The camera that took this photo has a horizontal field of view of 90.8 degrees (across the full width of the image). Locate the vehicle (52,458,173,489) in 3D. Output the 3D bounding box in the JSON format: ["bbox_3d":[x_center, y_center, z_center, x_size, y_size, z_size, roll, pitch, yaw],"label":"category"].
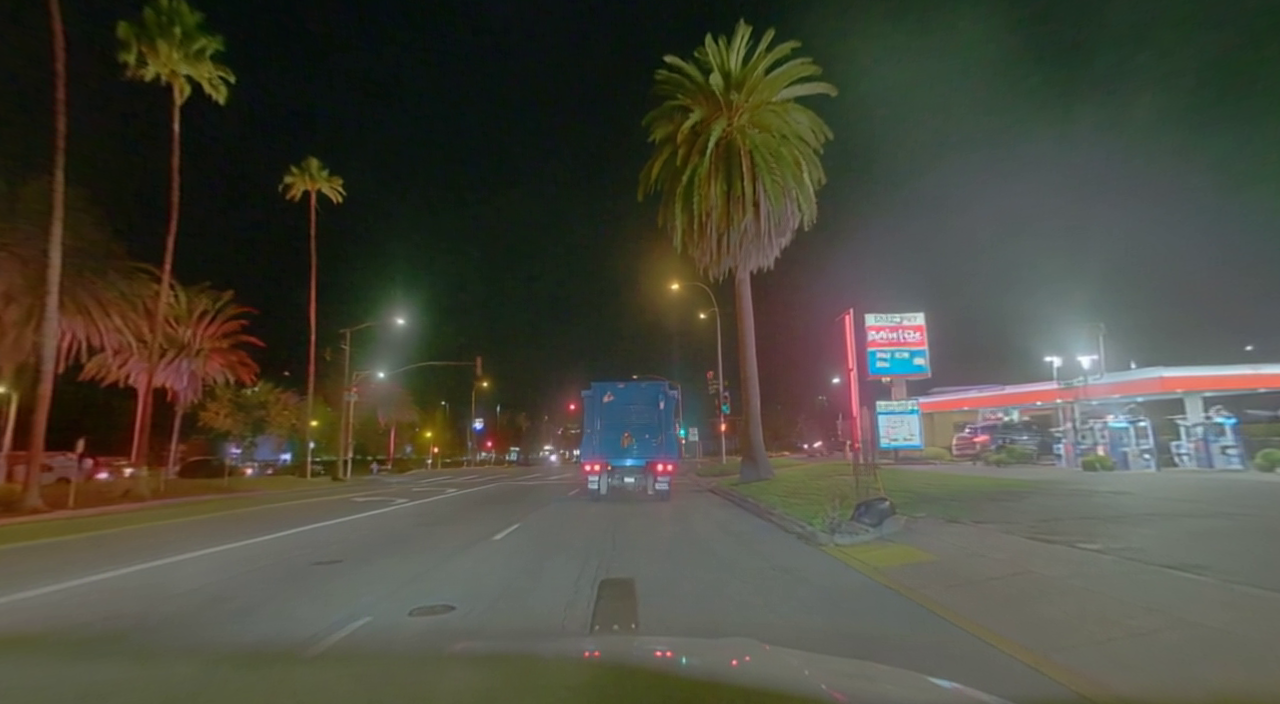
[{"bbox_3d":[-27.721,6.361,33.405,4.493,1.453,1.912,4,-9,-27],"label":"vehicle"}]

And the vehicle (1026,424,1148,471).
[{"bbox_3d":[15.244,3.232,21.505,4.105,1.433,1.931,5,-10,-33],"label":"vehicle"}]

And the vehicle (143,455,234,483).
[{"bbox_3d":[-27.974,7.252,39.366,4.303,1.567,2.021,4,-10,-28],"label":"vehicle"}]

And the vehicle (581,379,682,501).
[{"bbox_3d":[-0.166,2.554,18.481,2.463,2.954,5.938,1,-8,1],"label":"vehicle"}]

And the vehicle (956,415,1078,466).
[{"bbox_3d":[15.930,3.739,26.629,5.078,1.937,2.326,6,-10,-34],"label":"vehicle"}]

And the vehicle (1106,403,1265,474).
[{"bbox_3d":[15.731,2.456,18.171,4.472,1.730,1.939,2,-10,-31],"label":"vehicle"}]
